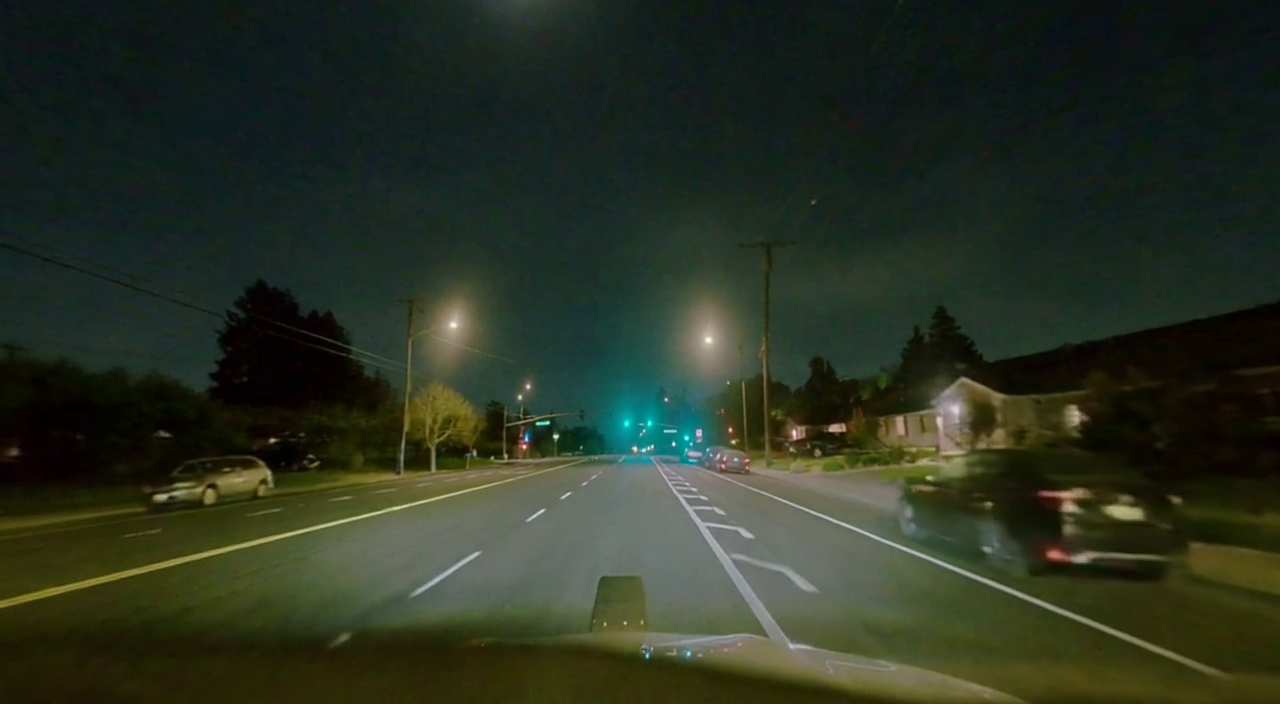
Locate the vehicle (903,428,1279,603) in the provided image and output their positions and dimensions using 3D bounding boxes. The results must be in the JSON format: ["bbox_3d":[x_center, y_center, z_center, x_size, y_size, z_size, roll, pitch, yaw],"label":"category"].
[{"bbox_3d":[4.845,1.718,7.454,1.803,1.517,3.738,0,-9,-1],"label":"vehicle"}]

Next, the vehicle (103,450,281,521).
[{"bbox_3d":[-12.196,3.601,17.600,2.000,1.523,4.226,-1,-7,-2],"label":"vehicle"}]

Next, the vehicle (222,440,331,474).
[{"bbox_3d":[-20.877,6.030,36.411,4.759,1.824,2.442,0,-8,0],"label":"vehicle"}]

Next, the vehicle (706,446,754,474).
[{"bbox_3d":[4.870,5.895,34.703,1.881,1.435,4.525,0,-9,-1],"label":"vehicle"}]

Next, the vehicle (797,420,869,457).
[{"bbox_3d":[13.640,6.168,44.713,4.284,1.725,1.981,-11,-9,-1],"label":"vehicle"}]
